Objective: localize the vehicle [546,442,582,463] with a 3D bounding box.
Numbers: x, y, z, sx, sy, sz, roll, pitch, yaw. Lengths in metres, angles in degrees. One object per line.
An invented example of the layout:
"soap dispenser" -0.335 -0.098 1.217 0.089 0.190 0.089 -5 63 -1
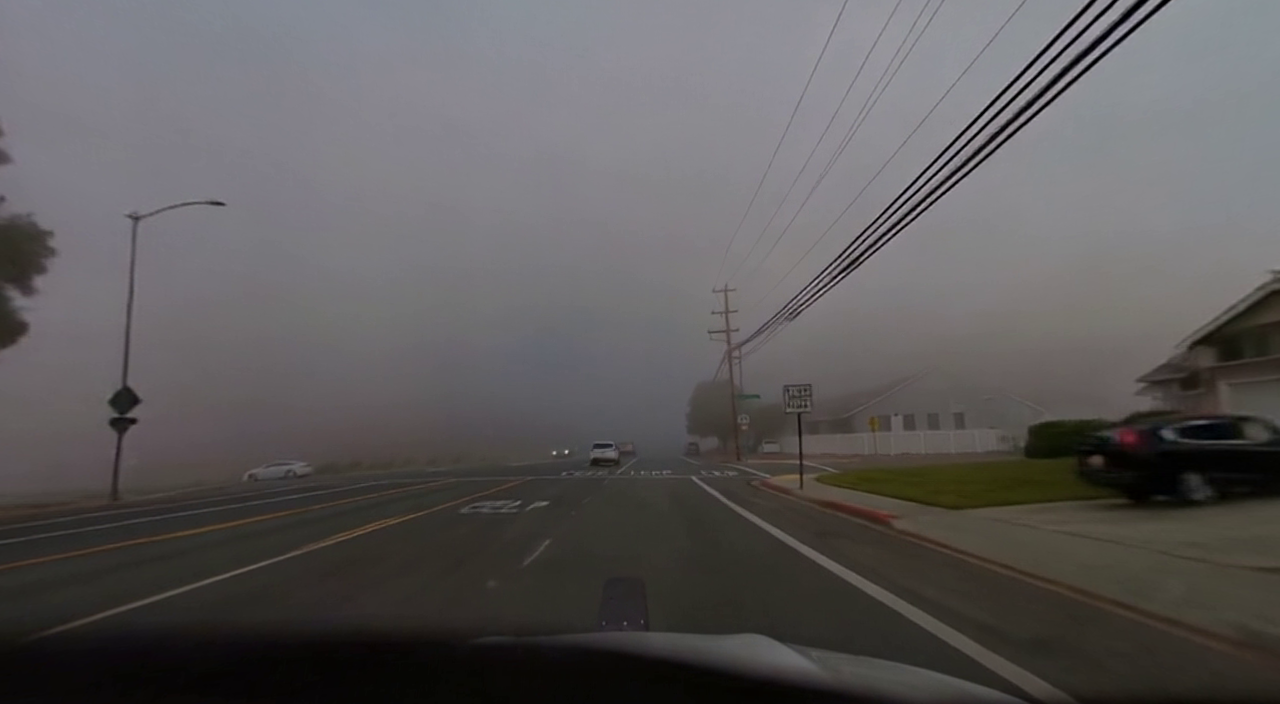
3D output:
"vehicle" -5.905 7.853 49.403 2.155 1.533 4.530 0 -9 2

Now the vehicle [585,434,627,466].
"vehicle" -2.075 6.220 40.066 2.327 1.861 4.941 0 -9 1

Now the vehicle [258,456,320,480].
"vehicle" -26.976 8.900 48.644 1.938 1.725 4.846 0 -9 0
